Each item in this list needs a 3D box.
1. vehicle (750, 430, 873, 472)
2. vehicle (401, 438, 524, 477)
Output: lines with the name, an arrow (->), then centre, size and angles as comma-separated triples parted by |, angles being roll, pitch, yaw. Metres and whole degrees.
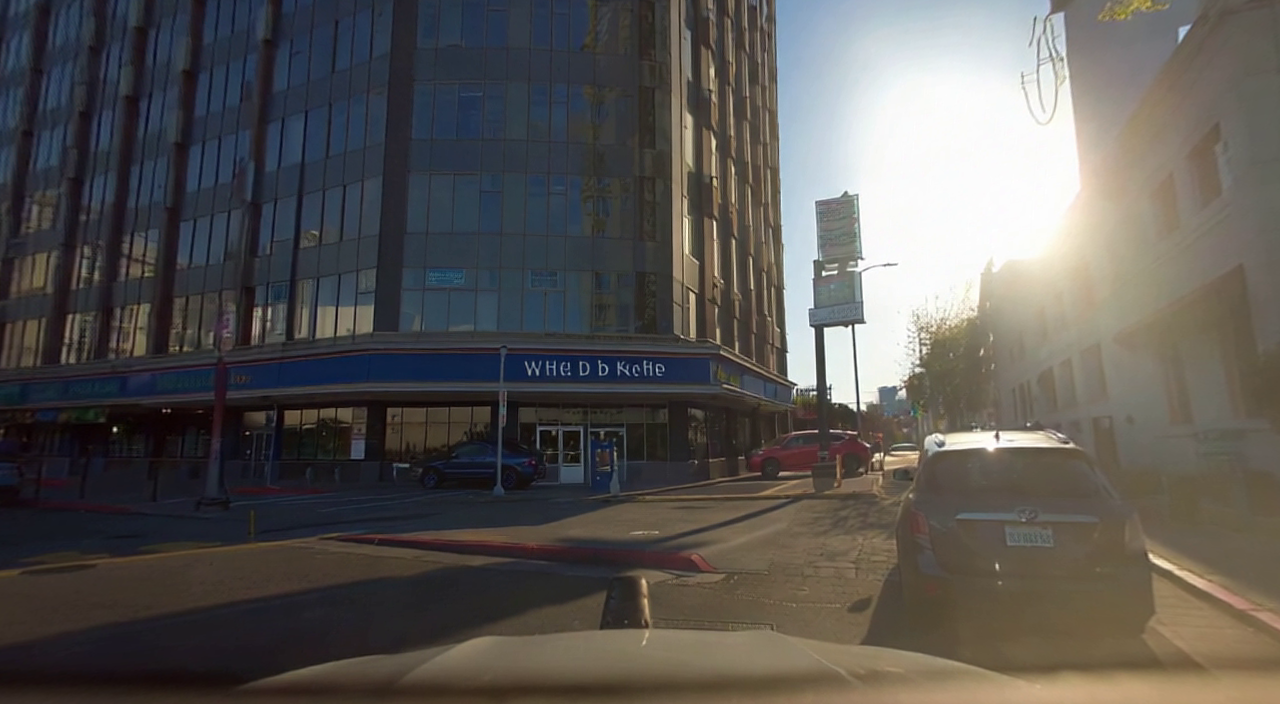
vehicle -> 7.278, 4.194, 26.841 | 4.706, 1.663, 1.993 | -4, -9, 25
vehicle -> -7.770, 4.612, 27.767 | 4.814, 1.618, 1.869 | -2, -9, 11
